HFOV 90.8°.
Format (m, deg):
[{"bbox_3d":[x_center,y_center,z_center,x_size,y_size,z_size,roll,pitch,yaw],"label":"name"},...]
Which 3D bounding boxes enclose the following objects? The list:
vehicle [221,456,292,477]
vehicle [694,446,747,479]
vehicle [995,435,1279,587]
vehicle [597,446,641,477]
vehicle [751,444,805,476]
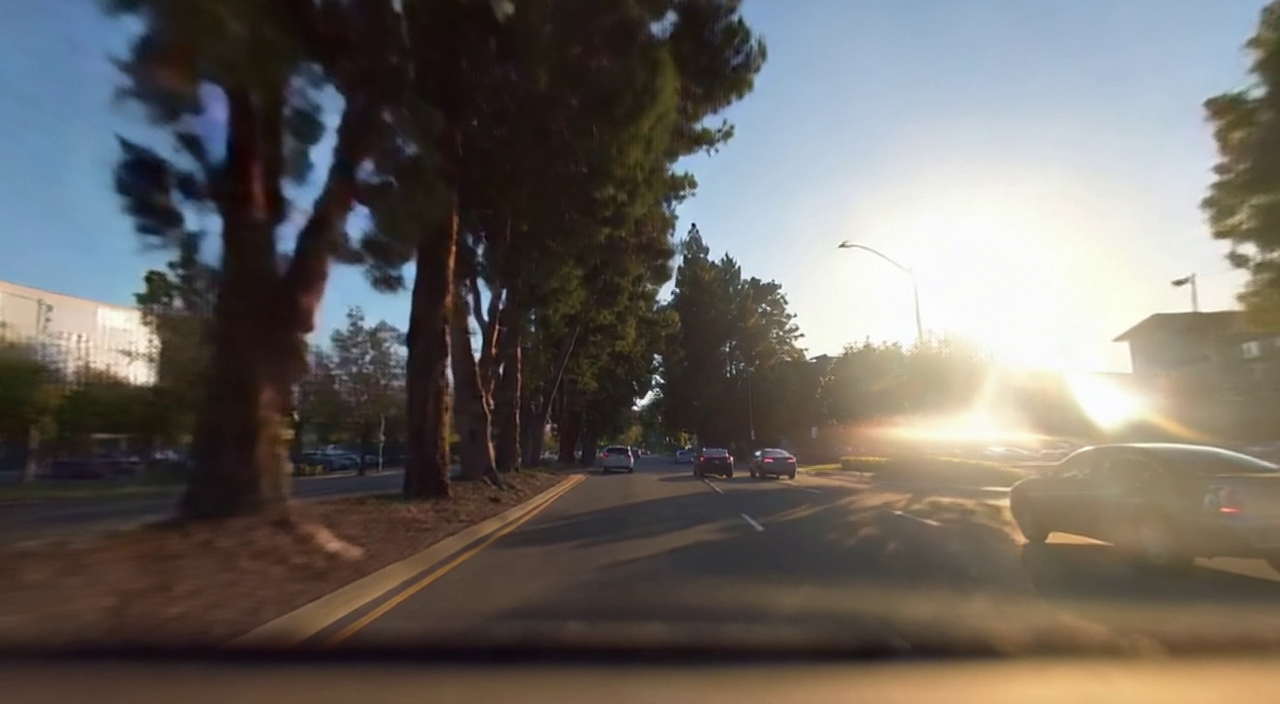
[{"bbox_3d":[-29.459,8.793,48.586,4.320,1.459,1.860,0,-8,3],"label":"vehicle"},{"bbox_3d":[3.875,5.367,30.931,2.020,1.472,3.958,0,-8,-1],"label":"vehicle"},{"bbox_3d":[7.228,1.953,8.738,1.888,1.508,4.646,0,-8,-1],"label":"vehicle"},{"bbox_3d":[-1.055,5.558,32.353,2.077,1.477,3.897,0,-8,-1],"label":"vehicle"},{"bbox_3d":[7.669,6.055,35.598,1.945,1.687,4.292,0,-8,-2],"label":"vehicle"}]
